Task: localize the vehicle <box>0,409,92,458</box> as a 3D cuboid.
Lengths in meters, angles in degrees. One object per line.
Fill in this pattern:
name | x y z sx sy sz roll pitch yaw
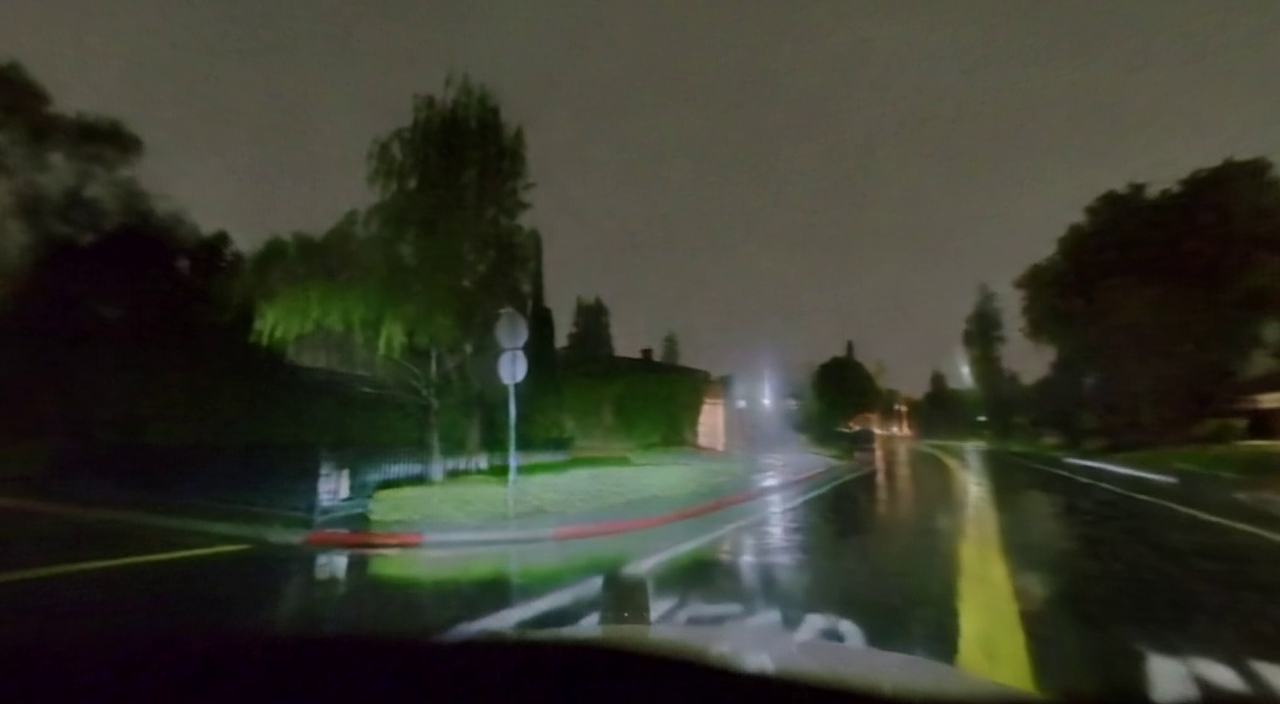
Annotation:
vehicle | -20.400 2.771 21.200 4.629 1.477 1.860 -6 -11 36
